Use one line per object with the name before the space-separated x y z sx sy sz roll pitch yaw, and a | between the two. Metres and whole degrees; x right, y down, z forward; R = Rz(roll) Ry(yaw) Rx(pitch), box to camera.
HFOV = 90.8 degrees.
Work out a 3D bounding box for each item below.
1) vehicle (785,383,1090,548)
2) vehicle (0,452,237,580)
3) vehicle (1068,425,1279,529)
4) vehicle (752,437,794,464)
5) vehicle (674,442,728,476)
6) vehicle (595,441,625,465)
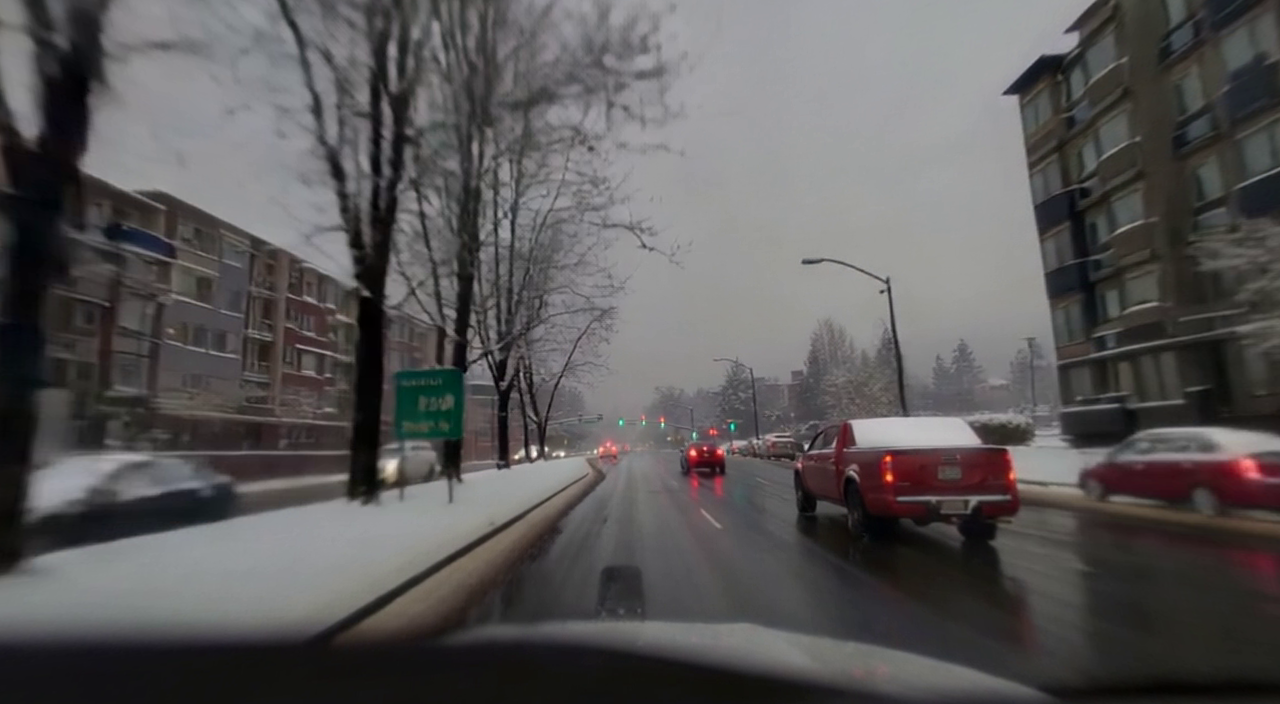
vehicle | 4.314 1.831 10.706 2.427 2.017 5.763 0 -9 1
vehicle | -8.678 2.323 9.789 1.949 1.503 4.388 0 -9 0
vehicle | 10.151 2.092 10.997 2.134 1.472 4.519 0 -9 -2
vehicle | 9.547 7.123 45.778 2.064 1.837 4.724 0 -9 0
vehicle | 2.782 5.013 29.803 2.003 1.480 4.494 0 -9 -1
vehicle | -2.298 7.577 47.586 2.065 1.716 4.265 1 -9 -5
